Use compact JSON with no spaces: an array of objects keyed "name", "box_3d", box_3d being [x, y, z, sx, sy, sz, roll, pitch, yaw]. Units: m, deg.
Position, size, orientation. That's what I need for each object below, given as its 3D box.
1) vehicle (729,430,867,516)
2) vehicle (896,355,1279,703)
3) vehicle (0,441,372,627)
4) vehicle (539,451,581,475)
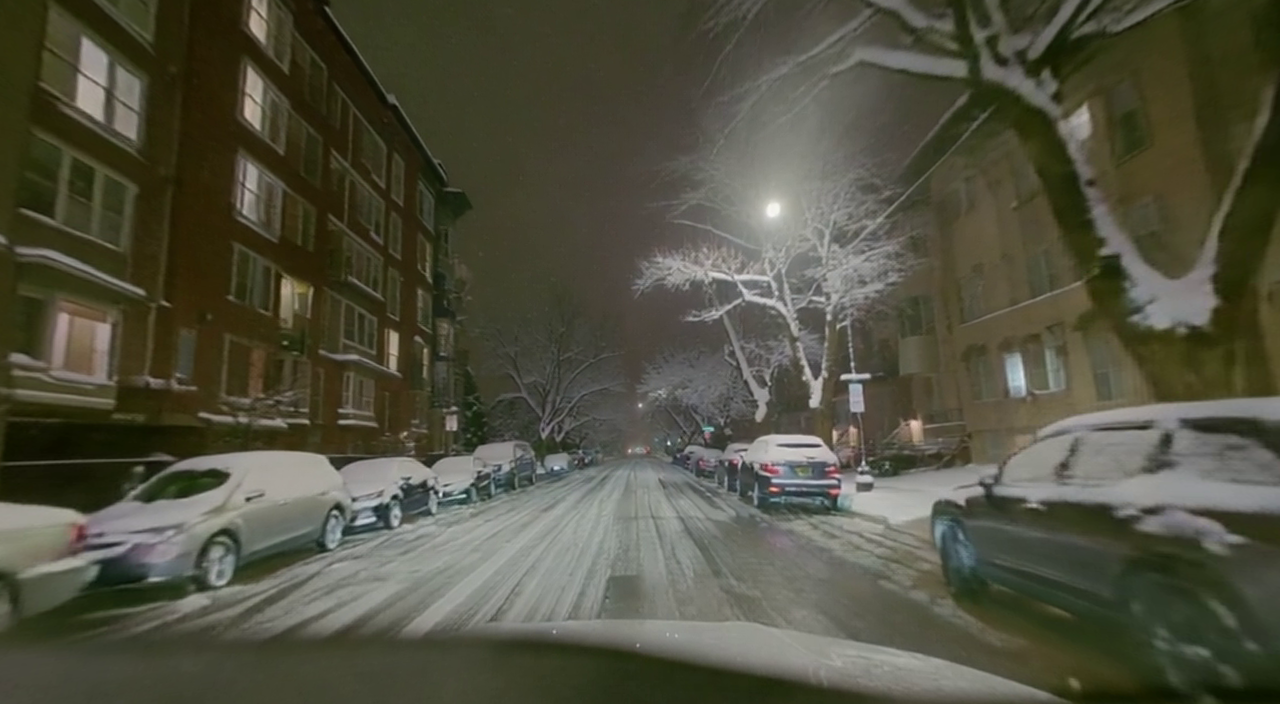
[{"name":"vehicle","box_3d":[3.751,2.984,16.073,2.082,1.809,4.998,0,-9,-2]},{"name":"vehicle","box_3d":[3.742,1.141,4.172,2.043,1.766,4.846,0,-9,0]},{"name":"vehicle","box_3d":[-5.375,1.989,7.970,2.033,1.532,4.823,-3,-9,-2]},{"name":"vehicle","box_3d":[-5.121,7.169,41.001,2.080,1.458,4.511,0,-9,1]}]
